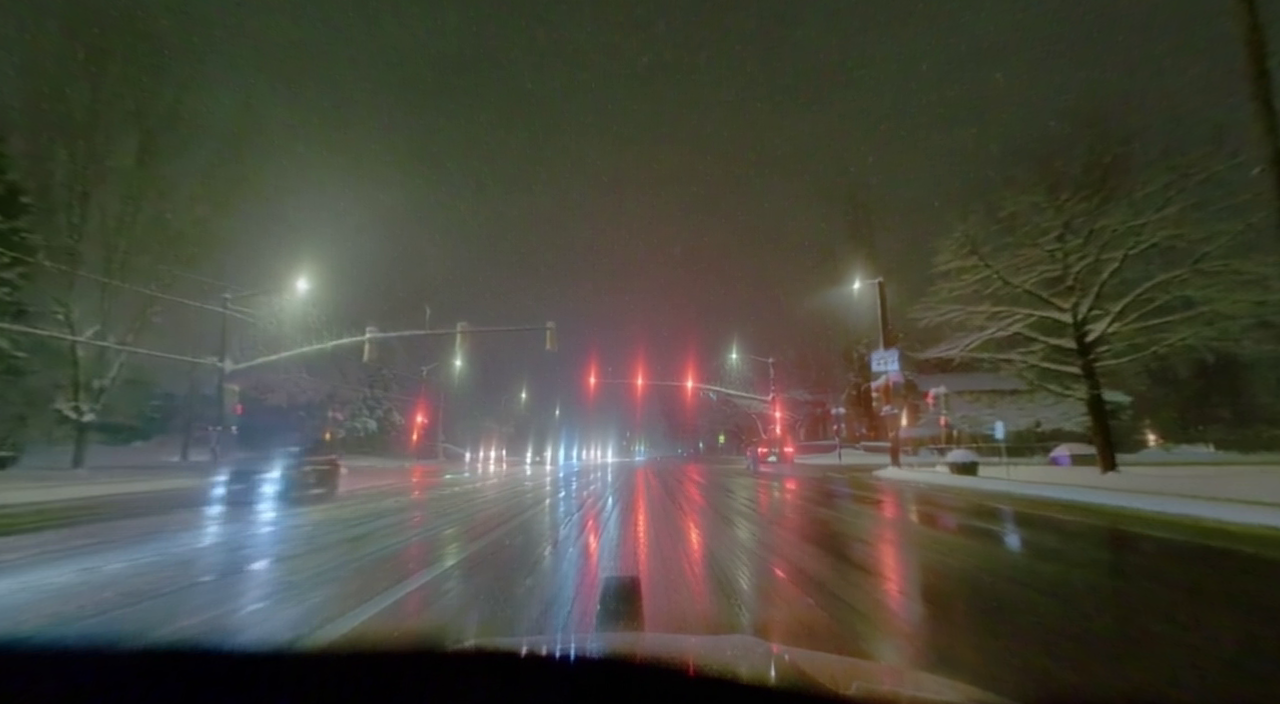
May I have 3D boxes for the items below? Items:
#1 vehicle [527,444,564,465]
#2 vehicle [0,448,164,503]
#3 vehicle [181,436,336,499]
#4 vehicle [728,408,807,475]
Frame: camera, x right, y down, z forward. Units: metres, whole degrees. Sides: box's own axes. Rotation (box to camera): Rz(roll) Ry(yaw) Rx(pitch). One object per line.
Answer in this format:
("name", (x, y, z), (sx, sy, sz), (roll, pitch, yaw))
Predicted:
("vehicle", (-7.110, 7.750, 47.996), (1.986, 1.481, 4.602), (0, -8, 1))
("vehicle", (-18.282, 3.891, 20.406), (1.901, 1.513, 4.795), (1, -8, 1))
("vehicle", (-11.649, 3.516, 19.667), (2.098, 1.704, 4.313), (1, -8, 0))
("vehicle", (6.767, 4.915, 34.610), (2.802, 3.208, 7.459), (1, -8, 0))
